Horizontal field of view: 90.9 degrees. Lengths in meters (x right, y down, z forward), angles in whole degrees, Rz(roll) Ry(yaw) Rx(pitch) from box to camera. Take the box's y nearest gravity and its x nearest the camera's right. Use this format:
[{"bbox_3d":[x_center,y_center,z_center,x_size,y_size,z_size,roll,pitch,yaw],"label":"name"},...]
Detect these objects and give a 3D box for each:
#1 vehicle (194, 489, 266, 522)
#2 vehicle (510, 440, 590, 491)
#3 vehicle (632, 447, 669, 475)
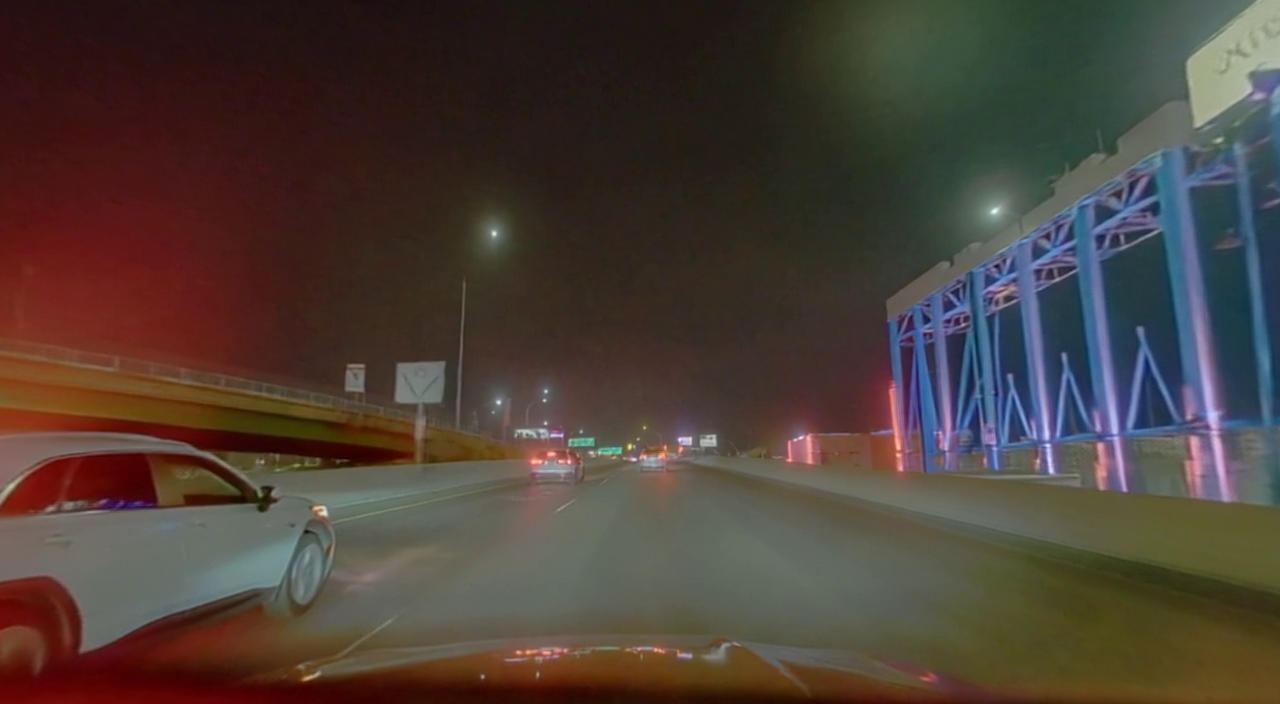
[{"bbox_3d":[-32.005,11.972,49.475,2.018,2.023,5.545,-1,-8,-2],"label":"vehicle"},{"bbox_3d":[-3.001,3.905,22.037,2.064,1.589,4.213,0,-8,1],"label":"vehicle"},{"bbox_3d":[0.538,5.911,34.400,1.877,1.386,3.872,0,-8,0],"label":"vehicle"}]
